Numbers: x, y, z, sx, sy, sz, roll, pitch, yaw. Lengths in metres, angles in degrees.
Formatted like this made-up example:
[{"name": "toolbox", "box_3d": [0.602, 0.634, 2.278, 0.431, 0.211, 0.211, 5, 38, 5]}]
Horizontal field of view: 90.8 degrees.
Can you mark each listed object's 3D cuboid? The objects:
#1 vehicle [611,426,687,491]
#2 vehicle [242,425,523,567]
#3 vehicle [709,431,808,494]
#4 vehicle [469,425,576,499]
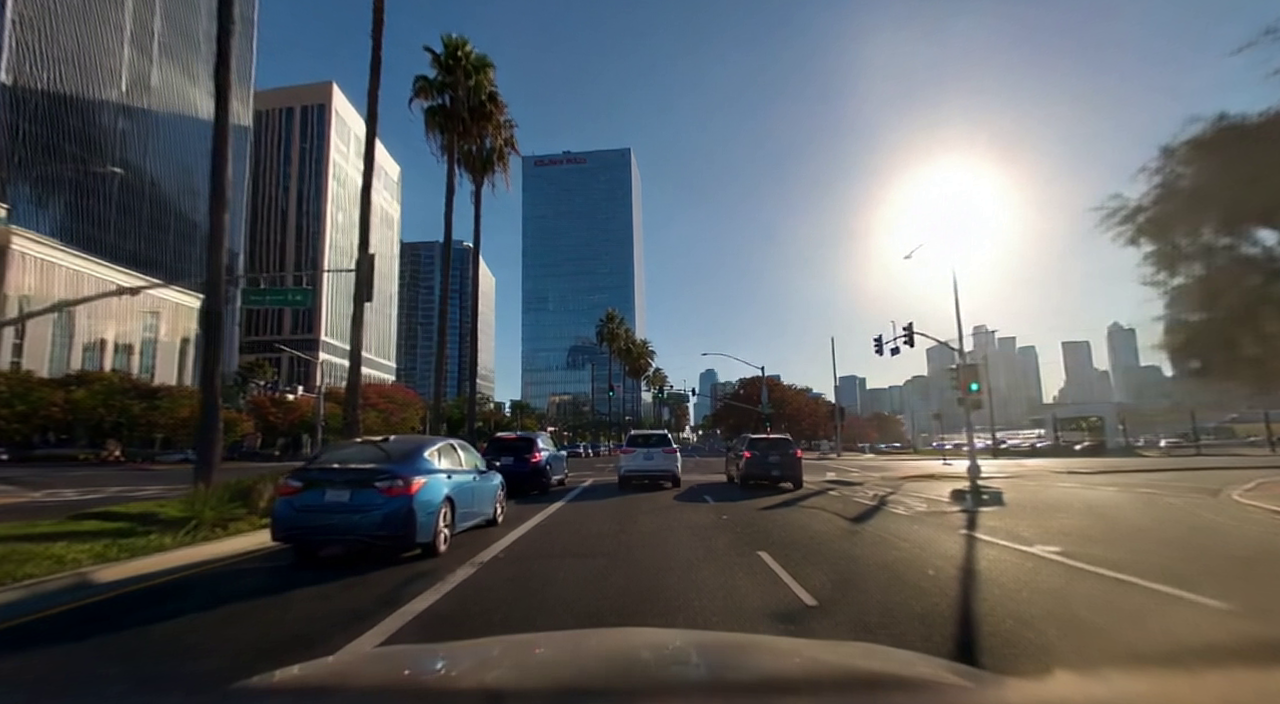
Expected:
[{"name": "vehicle", "box_3d": [0.258, 3.224, 19.412, 2.060, 1.730, 4.257, 0, -8, 1]}, {"name": "vehicle", "box_3d": [-3.155, 1.863, 9.014, 1.962, 1.480, 4.605, 0, -9, 2]}, {"name": "vehicle", "box_3d": [3.192, 3.058, 17.805, 1.936, 1.567, 3.896, 0, -9, -1]}, {"name": "vehicle", "box_3d": [-2.971, 2.897, 16.925, 1.938, 1.713, 4.048, 0, -9, 2]}]
